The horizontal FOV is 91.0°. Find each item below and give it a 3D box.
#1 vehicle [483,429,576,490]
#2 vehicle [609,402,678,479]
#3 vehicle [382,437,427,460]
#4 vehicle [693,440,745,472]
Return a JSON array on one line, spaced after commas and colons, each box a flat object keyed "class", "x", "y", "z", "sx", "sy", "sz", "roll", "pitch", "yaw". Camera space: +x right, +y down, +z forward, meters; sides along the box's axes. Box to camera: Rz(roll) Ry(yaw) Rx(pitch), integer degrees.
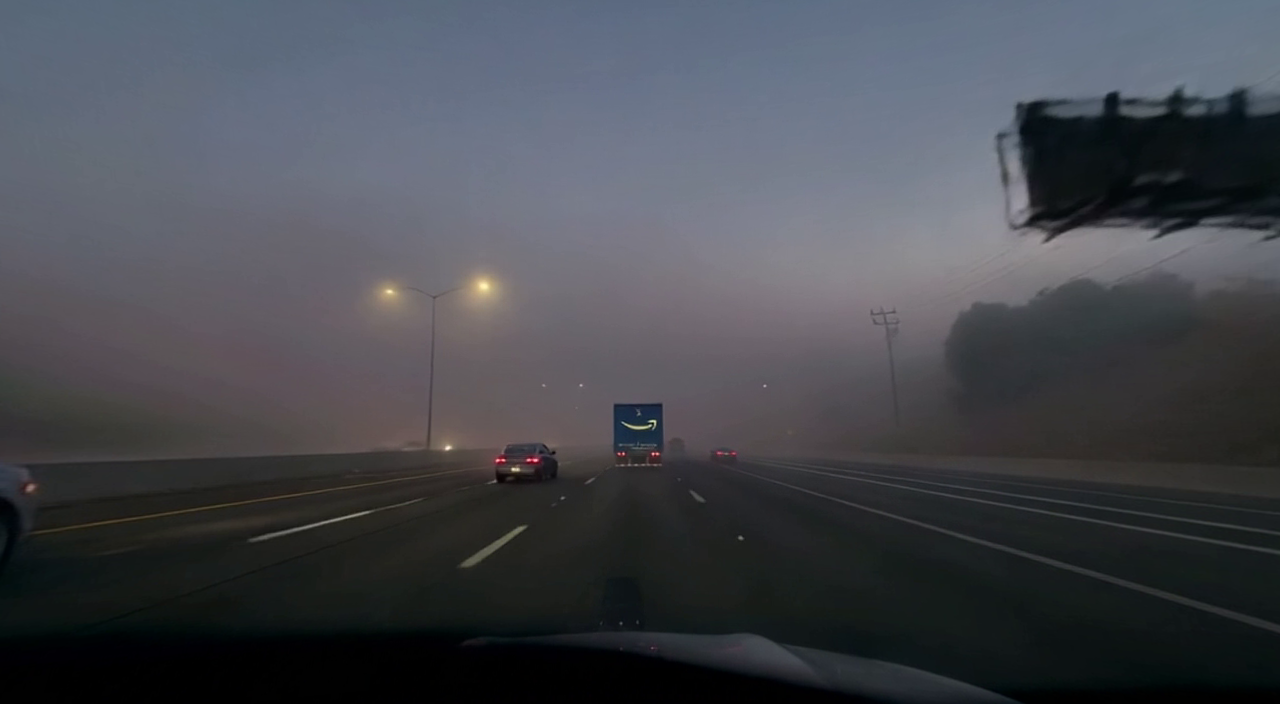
[{"class": "vehicle", "x": -3.311, "y": 3.334, "z": 19.772, "sx": 2.095, "sy": 1.688, "sz": 4.188, "roll": 0, "pitch": -9, "yaw": 0}, {"class": "vehicle", "x": 0.129, "y": 3.603, "z": 25.449, "sx": 2.456, "sy": 2.705, "sz": 6.251, "roll": 0, "pitch": -9, "yaw": 0}, {"class": "vehicle", "x": -15.798, "y": 6.482, "z": 42.417, "sx": 1.579, "sy": 1.453, "sz": 3.576, "roll": 0, "pitch": -8, "yaw": 2}, {"class": "vehicle", "x": 4.017, "y": 5.369, "z": 32.672, "sx": 1.970, "sy": 1.499, "sz": 4.491, "roll": 1, "pitch": -9, "yaw": -2}]
